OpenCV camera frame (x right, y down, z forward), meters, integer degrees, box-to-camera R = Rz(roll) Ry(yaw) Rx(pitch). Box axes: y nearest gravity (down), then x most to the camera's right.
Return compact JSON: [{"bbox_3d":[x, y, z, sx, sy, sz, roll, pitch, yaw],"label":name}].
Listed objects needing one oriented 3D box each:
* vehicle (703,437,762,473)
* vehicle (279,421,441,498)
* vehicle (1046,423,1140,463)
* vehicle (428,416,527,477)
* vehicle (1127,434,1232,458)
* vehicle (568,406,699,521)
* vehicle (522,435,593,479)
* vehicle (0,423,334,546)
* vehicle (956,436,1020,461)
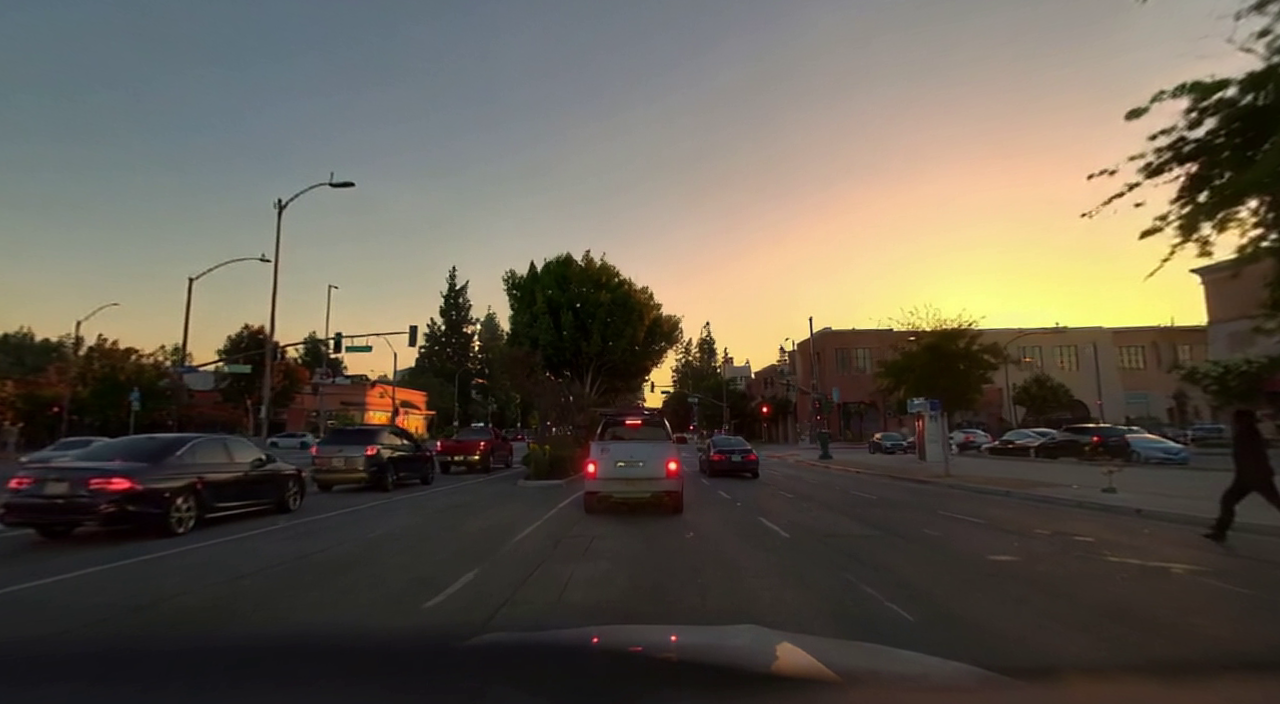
[{"bbox_3d":[3.900,4.426,27.317,2.023,1.441,4.240,0,-8,2],"label":"vehicle"},{"bbox_3d":[-6.845,2.683,16.078,1.941,1.655,4.503,0,-8,2],"label":"vehicle"},{"bbox_3d":[19.847,3.977,27.589,4.156,1.622,1.924,6,-10,-34],"label":"vehicle"},{"bbox_3d":[-6.106,3.649,24.306,2.496,2.112,4.351,0,-8,2],"label":"vehicle"},{"bbox_3d":[29.982,5.232,35.123,4.176,1.313,1.719,0,-8,3],"label":"vehicle"},{"bbox_3d":[-0.098,2.083,12.208,2.064,1.817,4.298,0,-8,0],"label":"vehicle"},{"bbox_3d":[-2.950,3.844,23.331,1.894,1.461,4.080,0,-8,3],"label":"vehicle"},{"bbox_3d":[-6.800,1.917,9.806,1.831,1.451,4.382,0,-8,0],"label":"vehicle"},{"bbox_3d":[20.804,5.760,37.678,3.836,1.443,1.694,5,-10,-34],"label":"vehicle"}]
